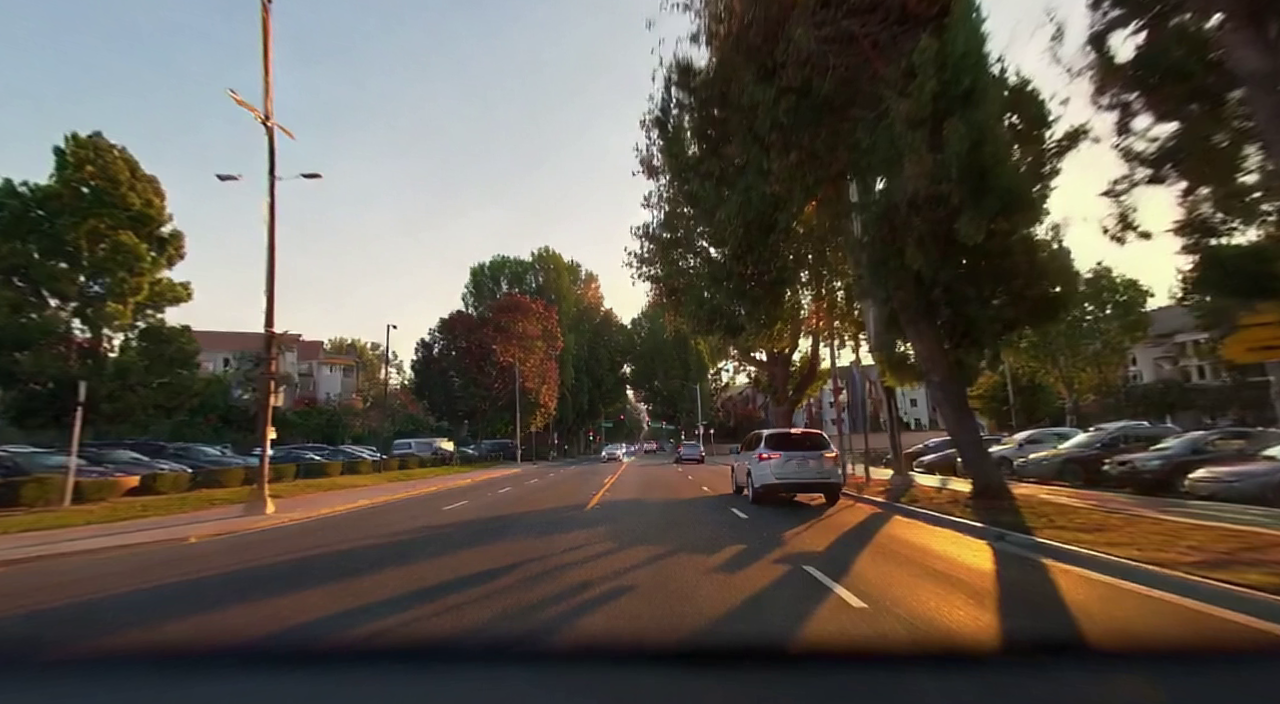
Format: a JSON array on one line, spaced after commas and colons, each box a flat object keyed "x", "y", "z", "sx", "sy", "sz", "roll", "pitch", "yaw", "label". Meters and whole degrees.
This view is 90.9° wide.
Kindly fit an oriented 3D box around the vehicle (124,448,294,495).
[{"x": -14.603, "y": 4.001, "z": 21.560, "sx": 1.892, "sy": 1.408, "sz": 4.413, "roll": -8, "pitch": -12, "yaw": 43, "label": "vehicle"}]

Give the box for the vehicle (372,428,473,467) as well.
[{"x": -15.068, "y": 6.646, "z": 43.911, "sx": 6.071, "sy": 2.468, "sz": 2.616, "roll": 7, "pitch": -11, "yaw": -40, "label": "vehicle"}]

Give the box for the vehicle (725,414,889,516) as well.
[{"x": 3.411, "y": 2.456, "z": 14.184, "sx": 2.251, "sy": 1.861, "sz": 5.144, "roll": 0, "pitch": -9, "yaw": 0, "label": "vehicle"}]

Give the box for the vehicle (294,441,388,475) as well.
[{"x": -15.126, "y": 5.365, "z": 31.929, "sx": 3.993, "sy": 1.566, "sz": 2.114, "roll": 4, "pitch": -12, "yaw": -33, "label": "vehicle"}]

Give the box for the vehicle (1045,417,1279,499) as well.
[{"x": 12.239, "y": 2.369, "z": 14.206, "sx": 4.586, "sy": 1.671, "sz": 2.262, "roll": 0, "pitch": -9, "yaw": 1, "label": "vehicle"}]

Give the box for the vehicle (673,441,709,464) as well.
[{"x": 3.499, "y": 7.064, "z": 44.457, "sx": 2.072, "sy": 1.471, "sz": 4.834, "roll": 0, "pitch": -9, "yaw": -1, "label": "vehicle"}]

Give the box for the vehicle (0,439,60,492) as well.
[{"x": -24.591, "y": 4.529, "z": 24.807, "sx": 4.620, "sy": 1.855, "sz": 2.173, "roll": -11, "pitch": -11, "yaw": 43, "label": "vehicle"}]

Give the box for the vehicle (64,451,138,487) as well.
[{"x": -24.591, "y": 5.252, "z": 28.690, "sx": 2.047, "sy": 1.463, "sz": 4.381, "roll": 8, "pitch": -12, "yaw": -44, "label": "vehicle"}]
